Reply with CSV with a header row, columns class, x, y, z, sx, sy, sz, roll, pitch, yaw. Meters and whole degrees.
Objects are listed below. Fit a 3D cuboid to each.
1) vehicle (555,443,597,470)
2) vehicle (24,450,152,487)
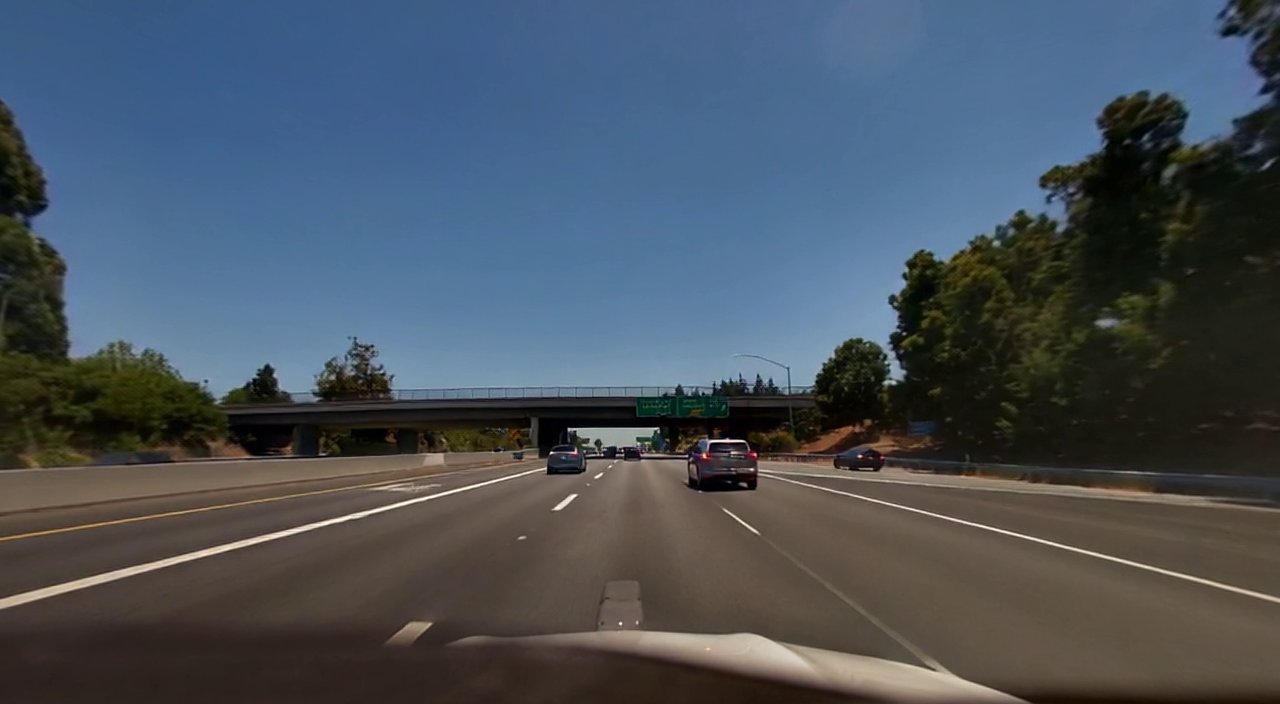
class,x,y,z,sx,sy,sz,roll,pitch,yaw
vehicle,-3.846,6.402,38.847,2.091,1.544,4.409,0,-8,1
vehicle,-24.800,5.230,28.647,1.790,1.470,4.430,0,-8,0
